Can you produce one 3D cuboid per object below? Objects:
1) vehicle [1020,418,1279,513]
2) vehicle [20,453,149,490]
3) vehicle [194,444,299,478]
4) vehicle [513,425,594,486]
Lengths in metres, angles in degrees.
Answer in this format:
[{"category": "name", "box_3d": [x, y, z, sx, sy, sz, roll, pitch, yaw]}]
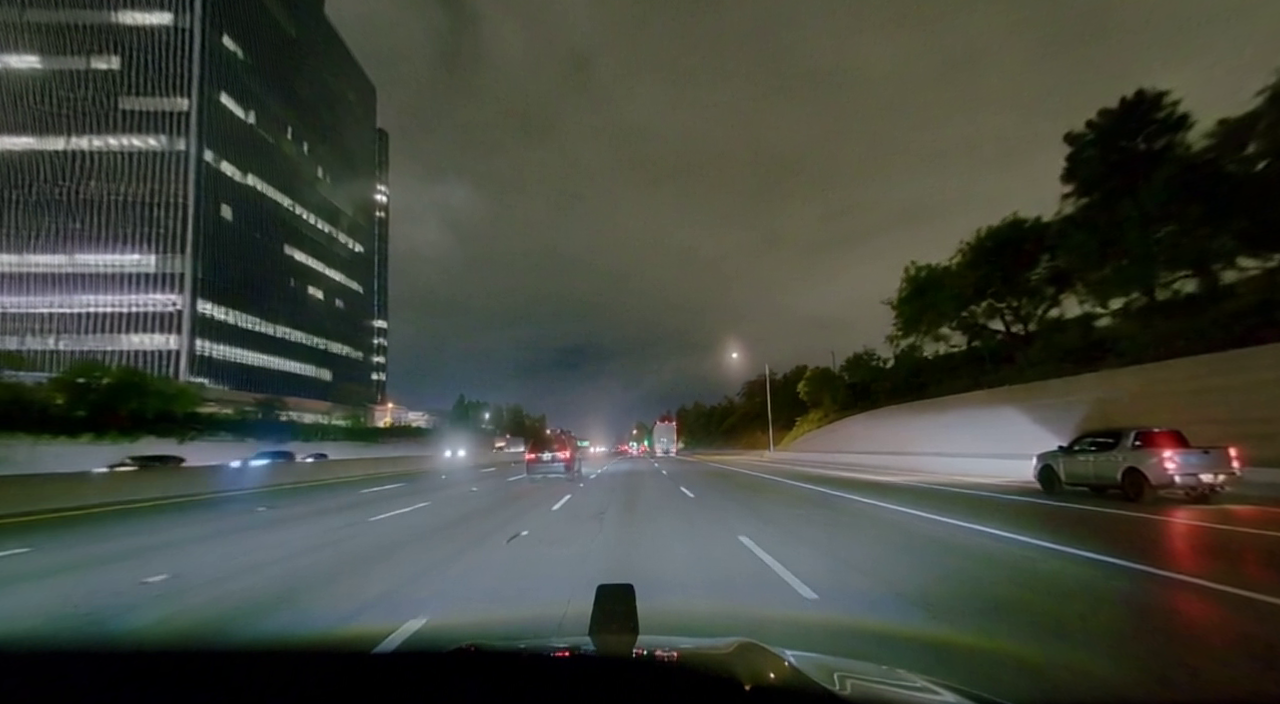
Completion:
[{"category": "vehicle", "box_3d": [11.479, 2.558, 14.587, 2.089, 1.787, 5.080, 0, -9, -2]}, {"category": "vehicle", "box_3d": [-23.696, 5.091, 27.195, 1.828, 1.428, 4.106, 0, -9, 0]}, {"category": "vehicle", "box_3d": [-20.620, 5.759, 33.454, 2.052, 1.622, 5.500, 0, -9, 0]}, {"category": "vehicle", "box_3d": [-3.113, 3.909, 24.080, 2.284, 2.022, 5.752, 0, -9, 0]}]
